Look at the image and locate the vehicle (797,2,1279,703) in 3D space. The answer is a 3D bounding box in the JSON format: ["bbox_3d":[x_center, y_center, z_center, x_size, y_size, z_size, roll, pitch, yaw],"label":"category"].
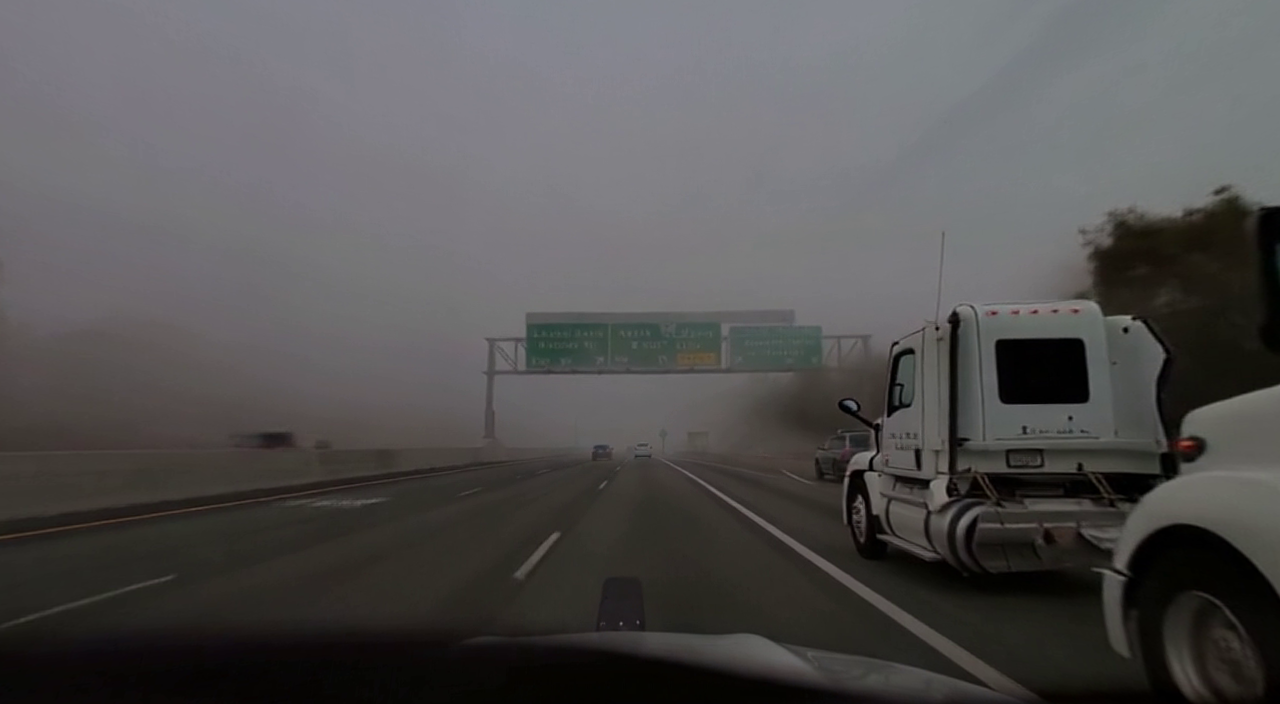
[{"bbox_3d":[4.074,0.407,7.104,3.042,4.037,7.253,0,-9,3],"label":"vehicle"}]
